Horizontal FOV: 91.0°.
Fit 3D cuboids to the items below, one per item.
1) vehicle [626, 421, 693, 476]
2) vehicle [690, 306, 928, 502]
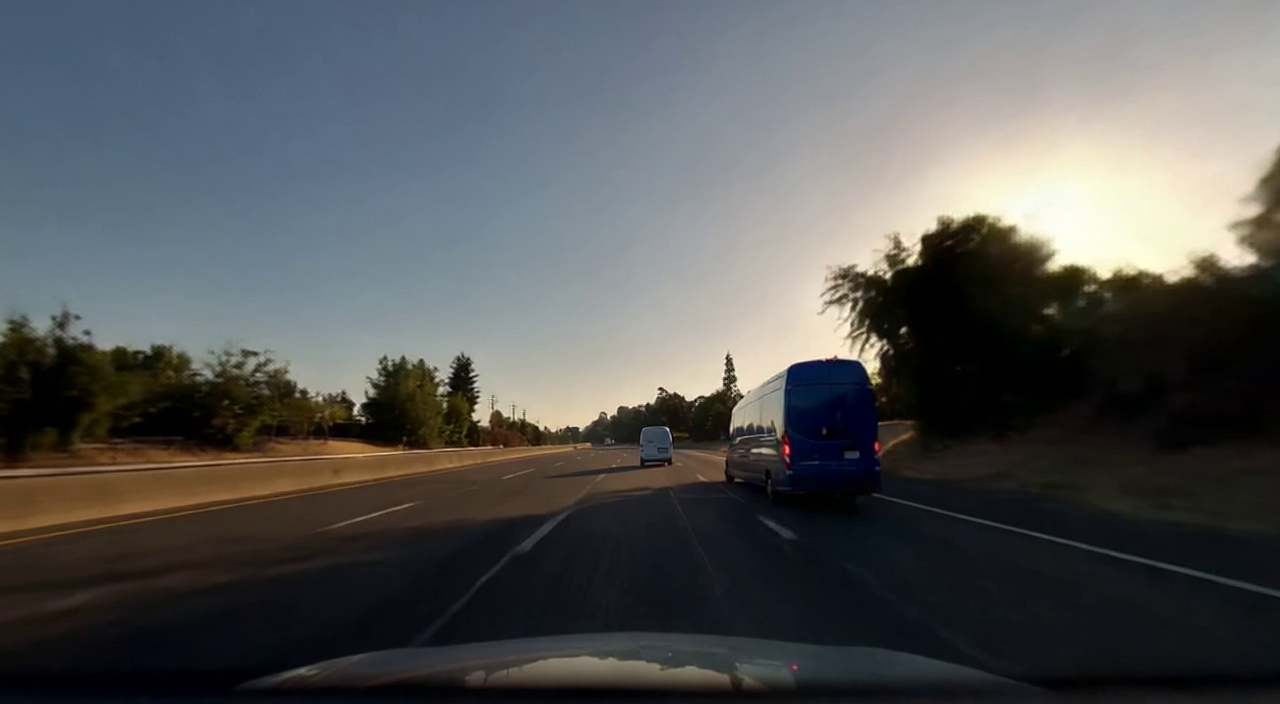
[{"bbox_3d":[0.757,3.912,25.645,2.469,2.027,4.554,0,-8,1],"label":"vehicle"},{"bbox_3d":[4.254,2.263,21.929,3.892,4.216,16.830,0,-8,1],"label":"vehicle"}]
